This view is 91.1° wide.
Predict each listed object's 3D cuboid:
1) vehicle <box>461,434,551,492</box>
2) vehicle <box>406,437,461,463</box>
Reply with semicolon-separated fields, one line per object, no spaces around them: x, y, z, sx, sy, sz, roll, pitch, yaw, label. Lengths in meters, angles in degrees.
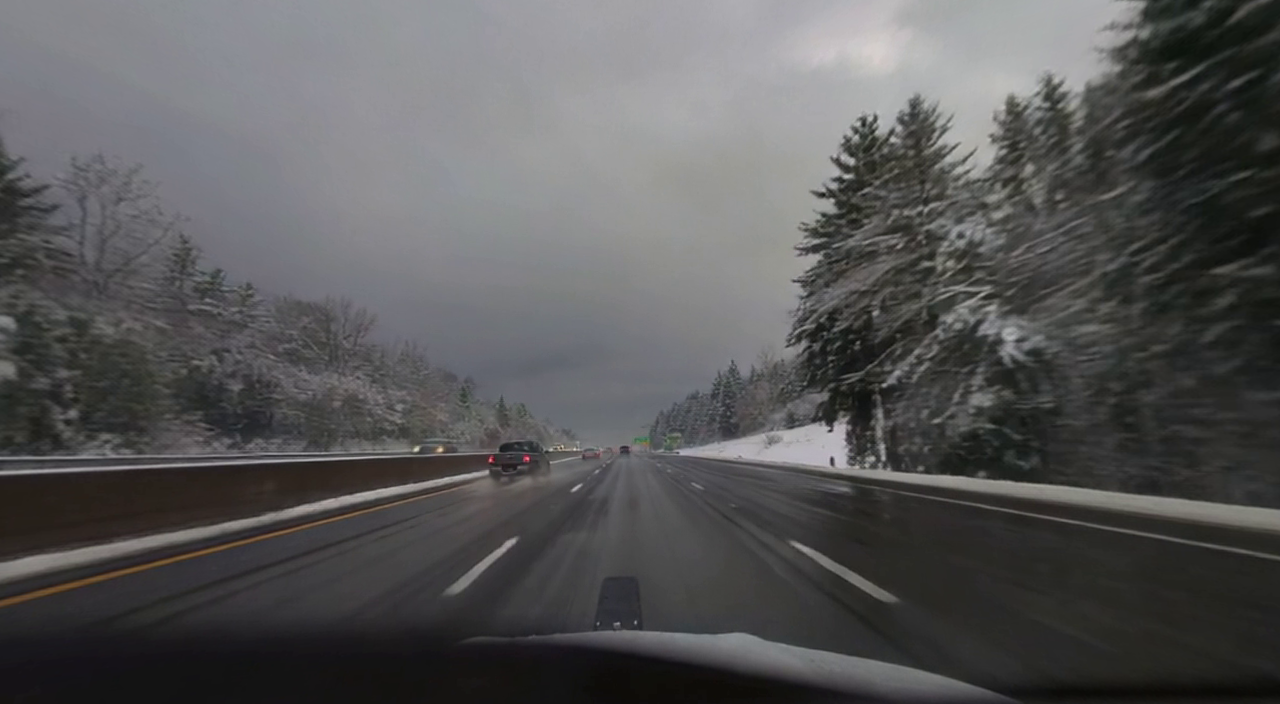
-4.374;3.704;21.315;2.111;1.717;4.426;0;-9;0;vehicle
-13.753;6.541;42.152;2.117;1.618;4.919;0;-9;-1;vehicle
